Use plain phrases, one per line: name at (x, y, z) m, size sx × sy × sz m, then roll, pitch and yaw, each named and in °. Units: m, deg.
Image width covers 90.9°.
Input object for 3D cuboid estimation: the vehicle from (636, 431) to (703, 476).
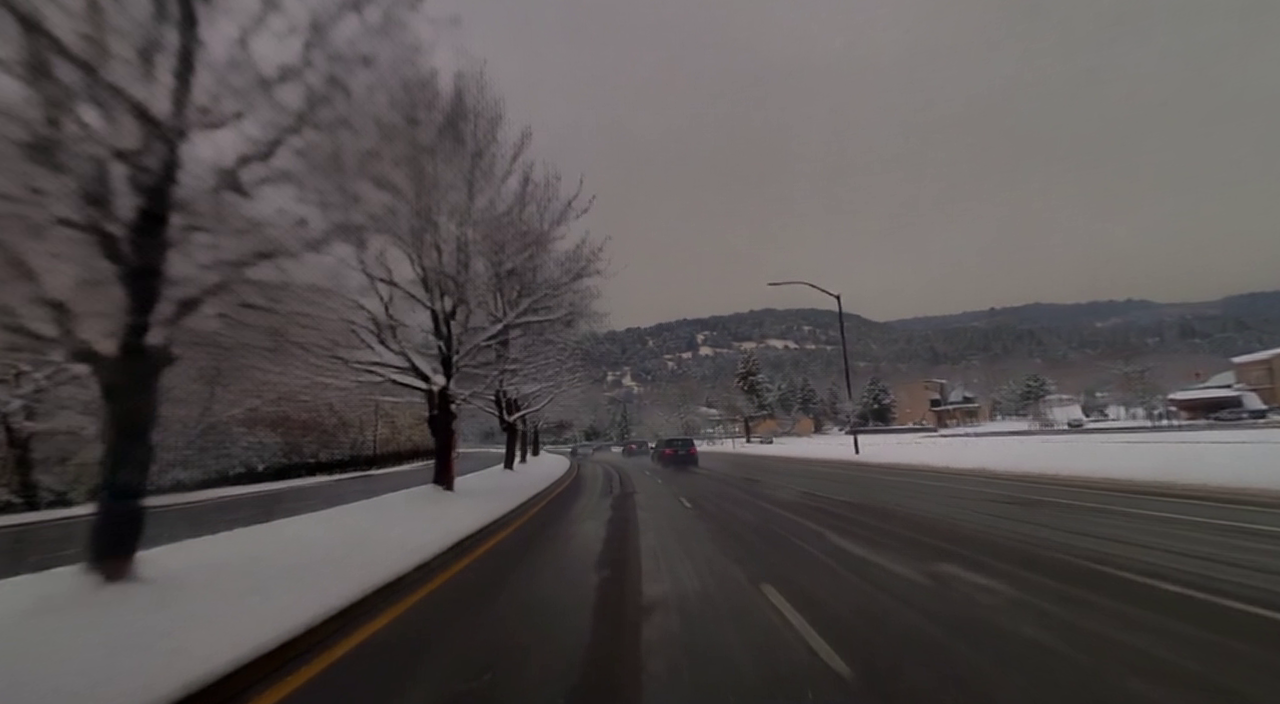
vehicle at (1.169, 4.368, 27.395) m, size 2.253 × 1.756 × 4.313 m, roll 1°, pitch -8°, yaw -6°
